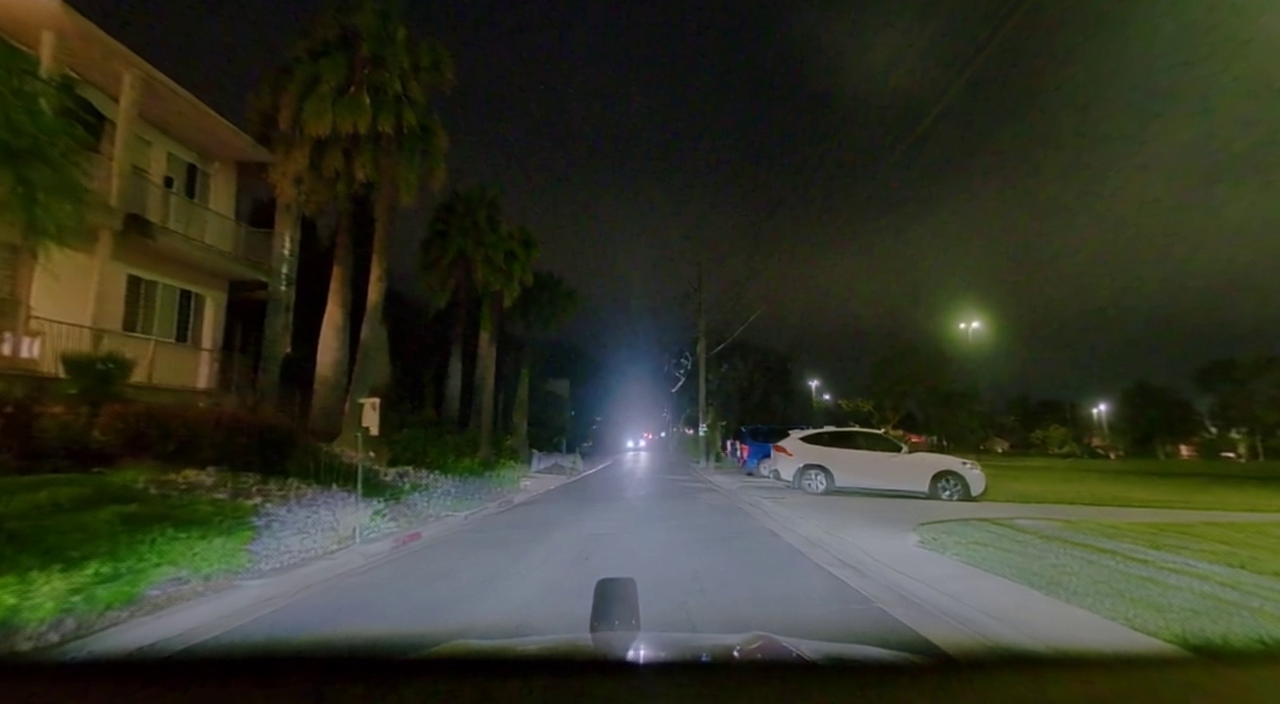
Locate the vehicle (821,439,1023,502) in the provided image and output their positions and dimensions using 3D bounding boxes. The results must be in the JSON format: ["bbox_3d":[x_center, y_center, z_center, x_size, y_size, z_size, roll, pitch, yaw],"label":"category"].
[{"bbox_3d":[6.908,2.949,15.948,4.195,1.446,1.979,-1,-9,7],"label":"vehicle"}]
